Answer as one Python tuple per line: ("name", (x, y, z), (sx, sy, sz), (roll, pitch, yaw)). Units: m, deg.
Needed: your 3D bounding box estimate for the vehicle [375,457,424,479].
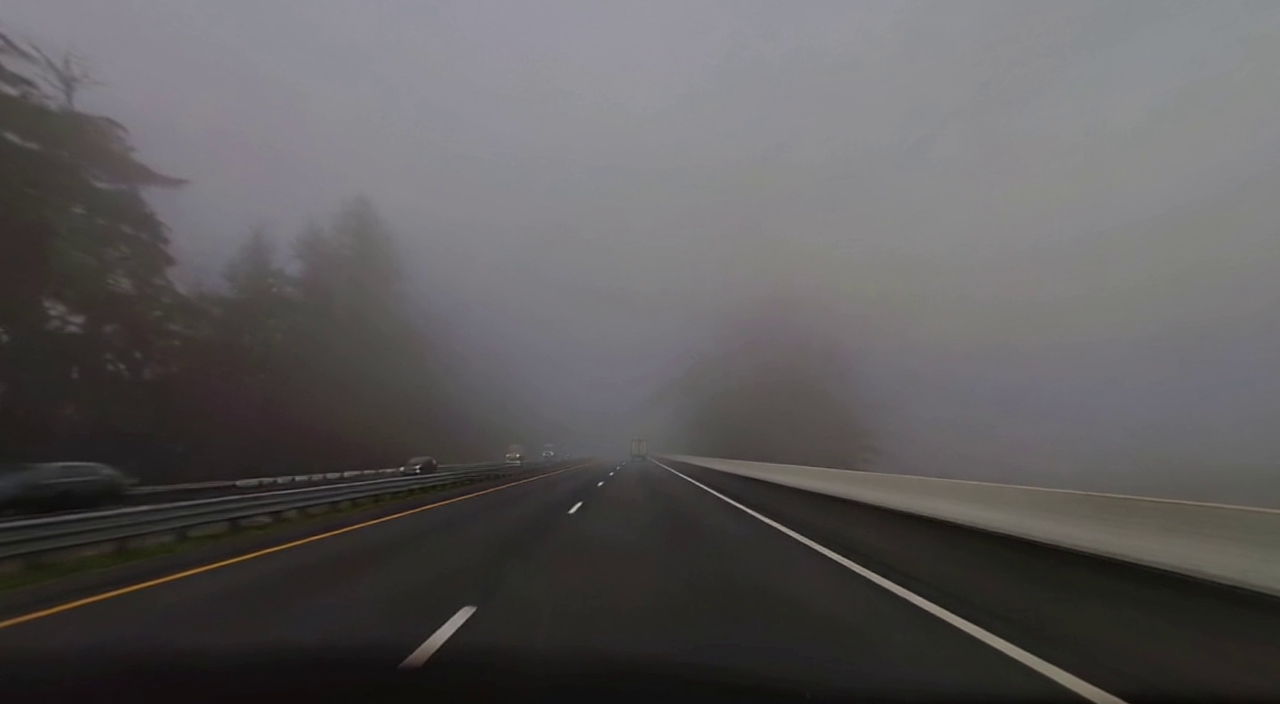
("vehicle", (-17.313, 8.361, 45.588), (1.822, 1.452, 4.492), (0, -9, 0))
